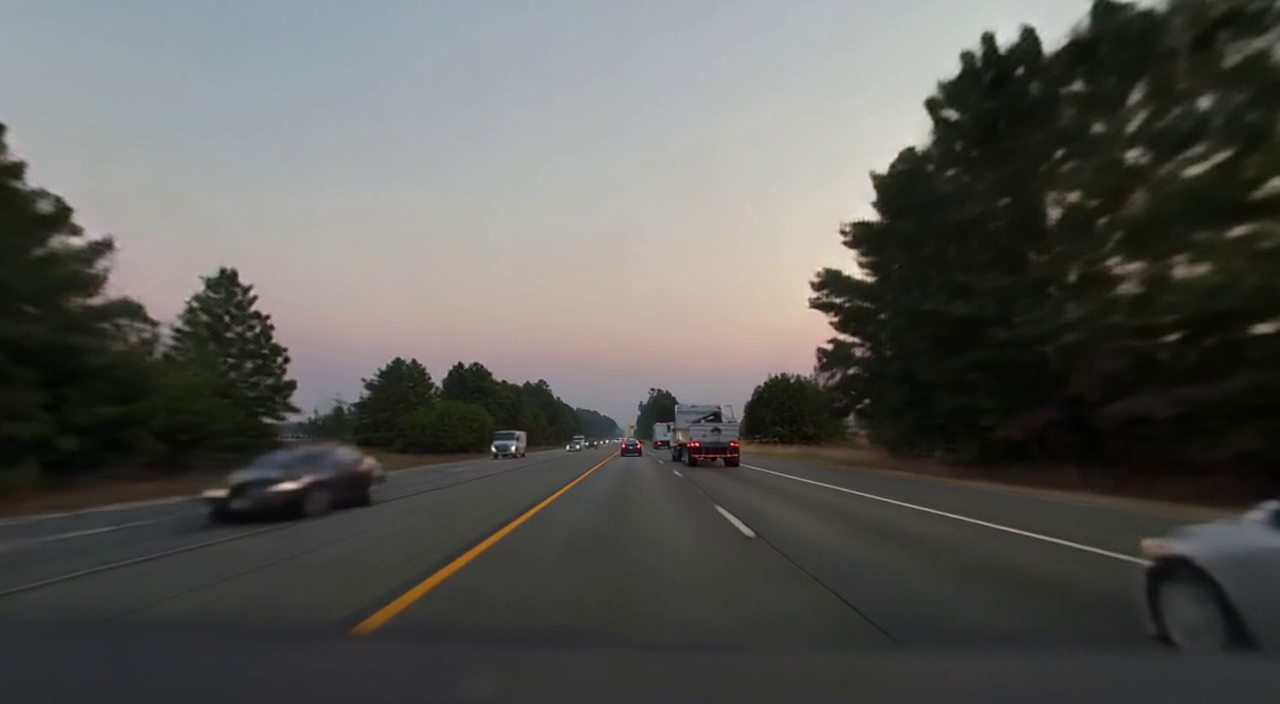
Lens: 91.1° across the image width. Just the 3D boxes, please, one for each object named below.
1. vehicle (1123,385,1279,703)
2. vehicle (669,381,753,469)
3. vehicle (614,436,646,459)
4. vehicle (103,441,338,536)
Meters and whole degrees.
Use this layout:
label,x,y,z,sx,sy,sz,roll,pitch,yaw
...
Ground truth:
label,x,y,z,sx,sy,sz,roll,pitch,yaw
vehicle,3.835,0.733,1.383,2.072,1.534,4.300,0,-8,-1
vehicle,3.552,4.223,35.524,2.919,4.004,13.911,0,-8,-1
vehicle,-0.746,6.933,45.946,2.192,1.623,4.887,0,-8,-1
vehicle,-7.941,2.554,12.493,1.862,1.525,4.059,0,-8,0
